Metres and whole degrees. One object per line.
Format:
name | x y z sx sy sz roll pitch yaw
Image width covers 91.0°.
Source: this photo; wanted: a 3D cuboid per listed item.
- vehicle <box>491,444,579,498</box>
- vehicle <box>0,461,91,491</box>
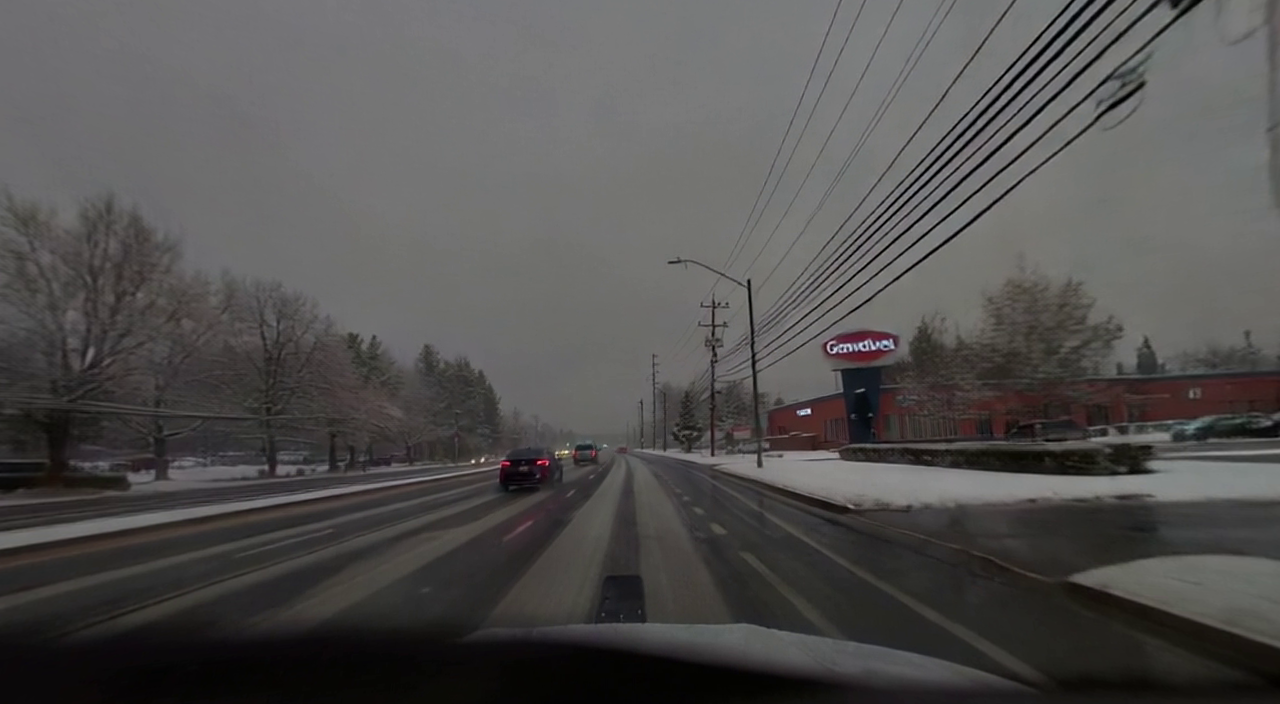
vehicle | -3.163 3.661 19.838 1.942 1.469 4.426 0 -9 1
vehicle | -39.092 7.984 40.823 4.763 1.764 2.118 5 -10 -29
